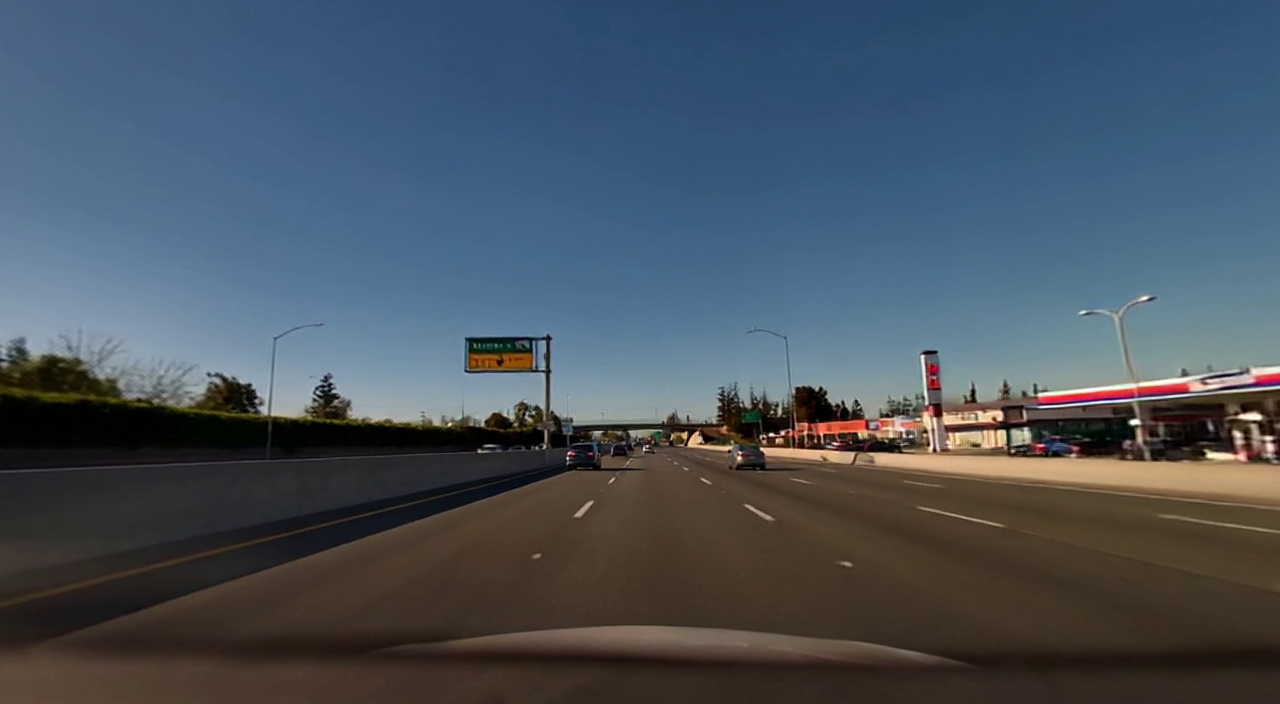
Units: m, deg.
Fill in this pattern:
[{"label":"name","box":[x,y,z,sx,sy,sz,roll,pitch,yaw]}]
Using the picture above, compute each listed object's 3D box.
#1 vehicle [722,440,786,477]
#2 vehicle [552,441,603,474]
[{"label":"vehicle","box":[4.850,4.600,27.518,1.909,1.467,4.940,-1,-8,0]},{"label":"vehicle","box":[-3.062,5.257,31.747,2.114,1.510,4.186,-1,-9,1]}]
